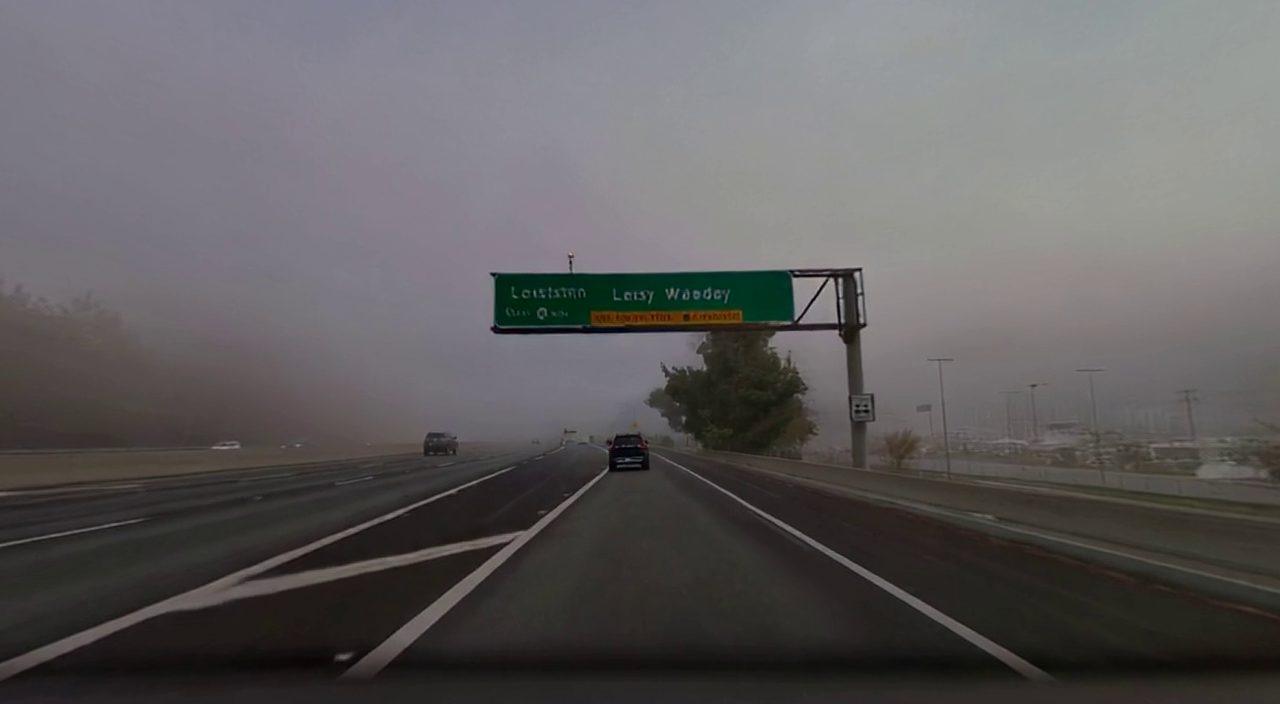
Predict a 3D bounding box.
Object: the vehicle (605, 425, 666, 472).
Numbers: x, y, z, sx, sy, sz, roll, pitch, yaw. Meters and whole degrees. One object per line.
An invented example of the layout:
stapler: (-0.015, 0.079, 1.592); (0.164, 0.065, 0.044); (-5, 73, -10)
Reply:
vehicle: (-0.234, 4.393, 28.867); (2.497, 1.957, 5.432); (0, -8, -1)
